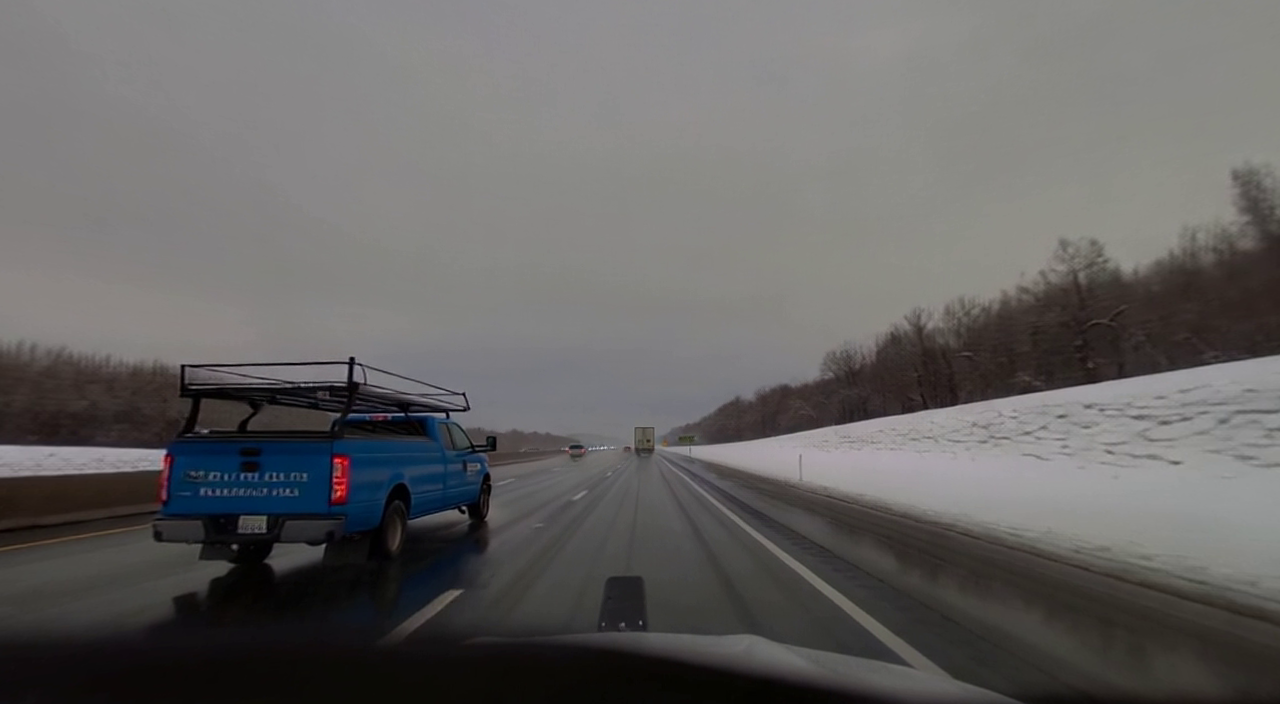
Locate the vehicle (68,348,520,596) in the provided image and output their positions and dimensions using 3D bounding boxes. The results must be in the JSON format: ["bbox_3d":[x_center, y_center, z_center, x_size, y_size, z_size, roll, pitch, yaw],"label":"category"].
[{"bbox_3d":[-3.889,1.602,9.350,2.791,2.330,6.725,0,-8,1],"label":"vehicle"}]
